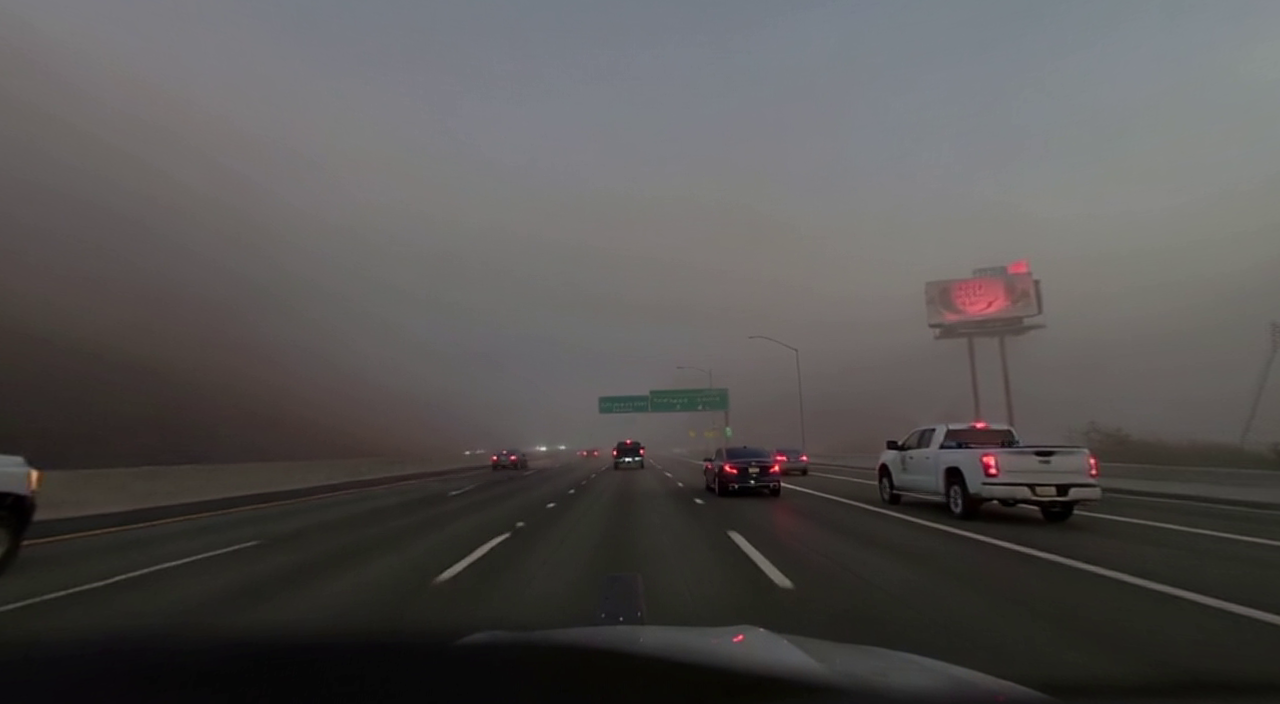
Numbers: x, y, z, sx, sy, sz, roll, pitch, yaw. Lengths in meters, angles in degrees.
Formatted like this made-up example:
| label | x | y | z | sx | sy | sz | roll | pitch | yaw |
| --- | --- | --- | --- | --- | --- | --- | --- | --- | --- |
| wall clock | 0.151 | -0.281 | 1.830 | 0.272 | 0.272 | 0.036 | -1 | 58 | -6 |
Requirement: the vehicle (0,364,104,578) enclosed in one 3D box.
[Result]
| label | x | y | z | sx | sy | sz | roll | pitch | yaw |
| --- | --- | --- | --- | --- | --- | --- | --- | --- | --- |
| vehicle | -7.269 | 0.828 | 3.964 | 2.444 | 2.012 | 6.122 | 0 | -8 | 0 |

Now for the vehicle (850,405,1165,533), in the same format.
| label | x | y | z | sx | sy | sz | roll | pitch | yaw |
| --- | --- | --- | --- | --- | --- | --- | --- | --- | --- |
| vehicle | 6.554 | 2.206 | 12.569 | 2.635 | 1.919 | 5.907 | 0 | -8 | -1 |

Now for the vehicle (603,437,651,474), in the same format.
| label | x | y | z | sx | sy | sz | roll | pitch | yaw |
| --- | --- | --- | --- | --- | --- | --- | --- | --- | --- |
| vehicle | -0.634 | 5.389 | 33.168 | 2.323 | 1.805 | 4.729 | 0 | -8 | 0 |

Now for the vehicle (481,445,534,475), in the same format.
| label | x | y | z | sx | sy | sz | roll | pitch | yaw |
| --- | --- | --- | --- | --- | --- | --- | --- | --- | --- |
| vehicle | -7.095 | 5.806 | 34.292 | 1.920 | 1.482 | 4.385 | 0 | -8 | 0 |

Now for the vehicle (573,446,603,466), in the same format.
| label | x | y | z | sx | sy | sz | roll | pitch | yaw |
| --- | --- | --- | --- | --- | --- | --- | --- | --- | --- |
| vehicle | -3.978 | 7.977 | 48.555 | 1.935 | 1.487 | 4.076 | 0 | -8 | 0 |

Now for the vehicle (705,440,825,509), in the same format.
| label | x | y | z | sx | sy | sz | roll | pitch | yaw |
| --- | --- | --- | --- | --- | --- | --- | --- | --- | --- |
| vehicle | 2.916 | 2.954 | 15.780 | 2.011 | 1.462 | 4.286 | 0 | -8 | -1 |
